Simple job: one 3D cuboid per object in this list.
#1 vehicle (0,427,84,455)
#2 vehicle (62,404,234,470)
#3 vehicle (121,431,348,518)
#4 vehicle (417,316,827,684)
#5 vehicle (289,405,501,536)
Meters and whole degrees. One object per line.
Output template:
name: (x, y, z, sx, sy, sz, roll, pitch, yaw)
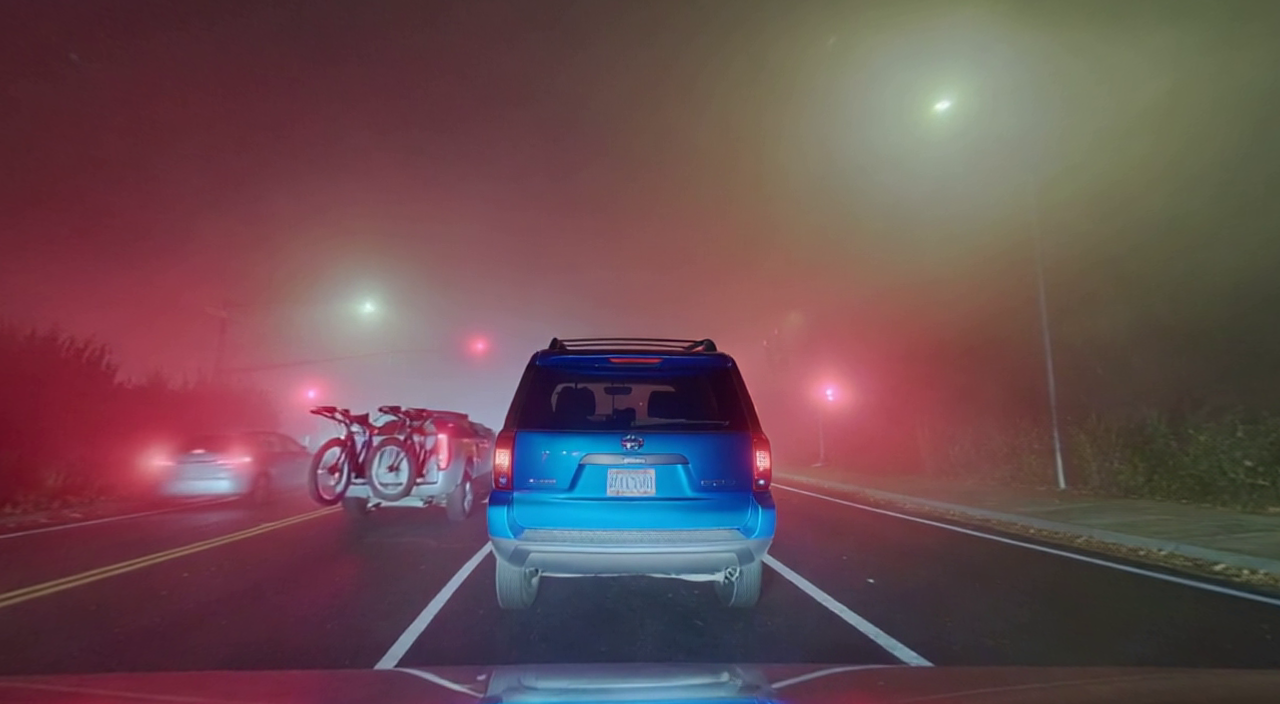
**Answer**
vehicle: (-36.693, 5.405, 38.354, 3.926, 1.536, 1.731, -1, -8, -8)
vehicle: (-30.829, 5.389, 39.934, 8.040, 3.335, 3.070, -3, -9, -8)
vehicle: (-8.204, 2.501, 13.447, 2.024, 1.511, 4.550, 0, -8, -4)
vehicle: (-0.235, 1.159, 6.004, 2.333, 2.087, 4.586, 0, -8, -4)
vehicle: (-4.131, 2.116, 11.894, 2.337, 1.858, 5.409, 1, -9, -6)
